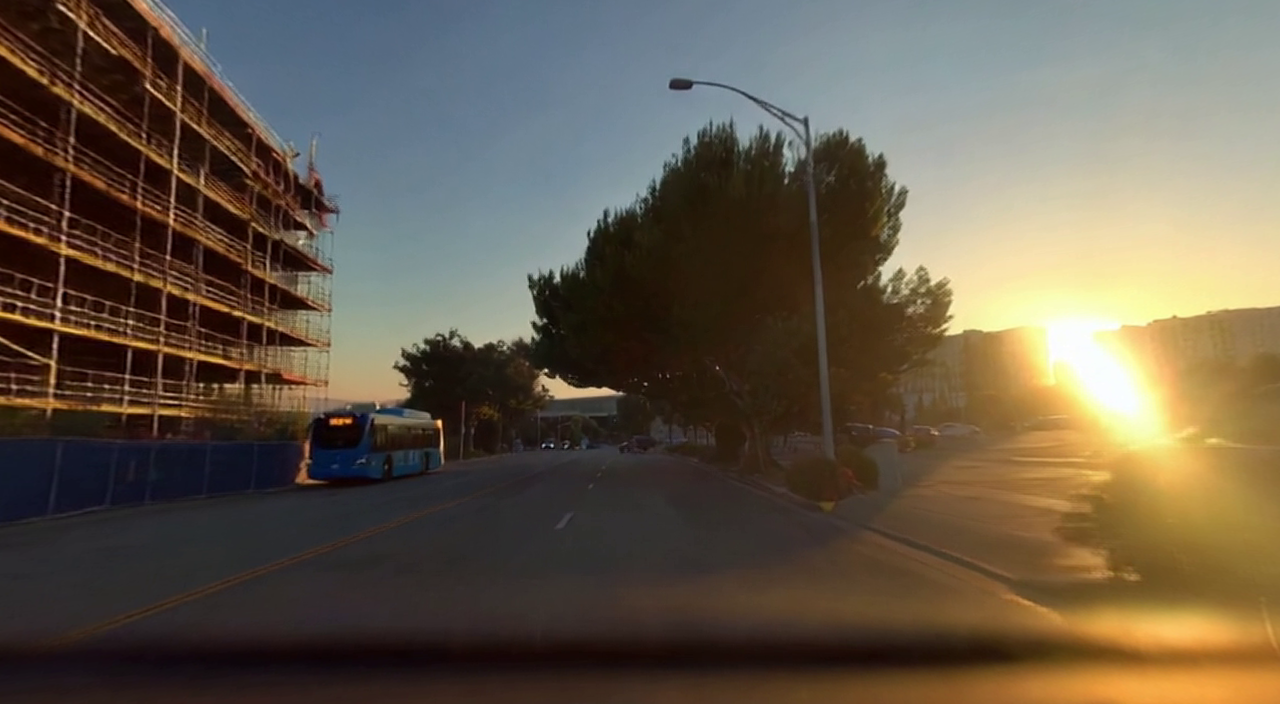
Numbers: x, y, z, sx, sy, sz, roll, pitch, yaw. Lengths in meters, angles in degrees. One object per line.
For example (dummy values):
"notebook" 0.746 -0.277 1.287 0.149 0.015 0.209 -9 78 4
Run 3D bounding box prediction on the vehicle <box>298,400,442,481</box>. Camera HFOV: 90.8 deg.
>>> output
"vehicle" -10.416 3.536 25.207 2.979 2.803 5.962 0 -8 1

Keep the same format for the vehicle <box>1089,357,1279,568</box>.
"vehicle" 7.033 0.919 5.161 2.267 1.911 5.816 0 -8 -2

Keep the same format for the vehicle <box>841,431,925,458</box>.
"vehicle" 13.518 5.175 35.247 3.897 1.470 1.829 0 -9 -2
